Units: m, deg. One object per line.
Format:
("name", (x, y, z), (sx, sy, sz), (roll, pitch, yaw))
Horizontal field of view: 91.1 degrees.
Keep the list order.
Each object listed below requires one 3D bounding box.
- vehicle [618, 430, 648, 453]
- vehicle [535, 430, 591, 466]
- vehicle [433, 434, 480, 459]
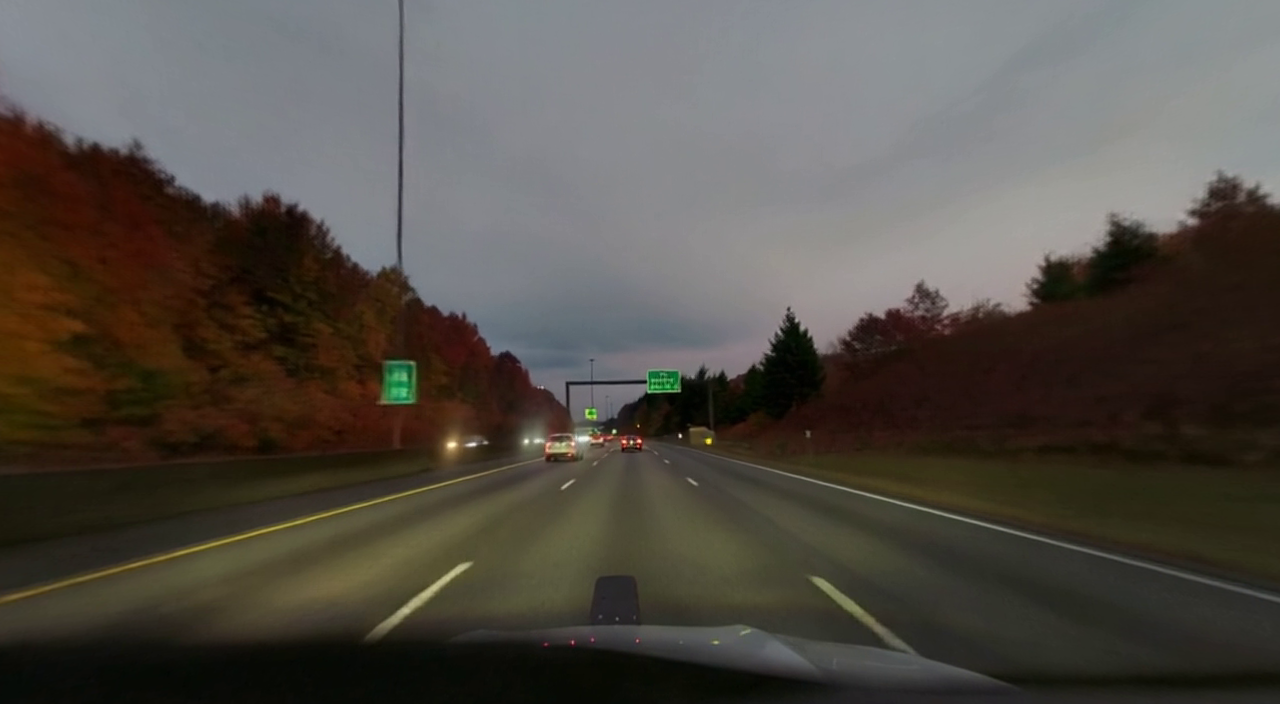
("vehicle", (-0.523, 6.378, 44.900), (2.054, 1.609, 3.859), (0, -8, -1))
("vehicle", (-3.383, 4.301, 28.495), (1.989, 1.497, 4.645), (0, -8, 0))
("vehicle", (-12.153, 6.277, 41.995), (1.872, 1.550, 4.089), (0, -8, 0))
